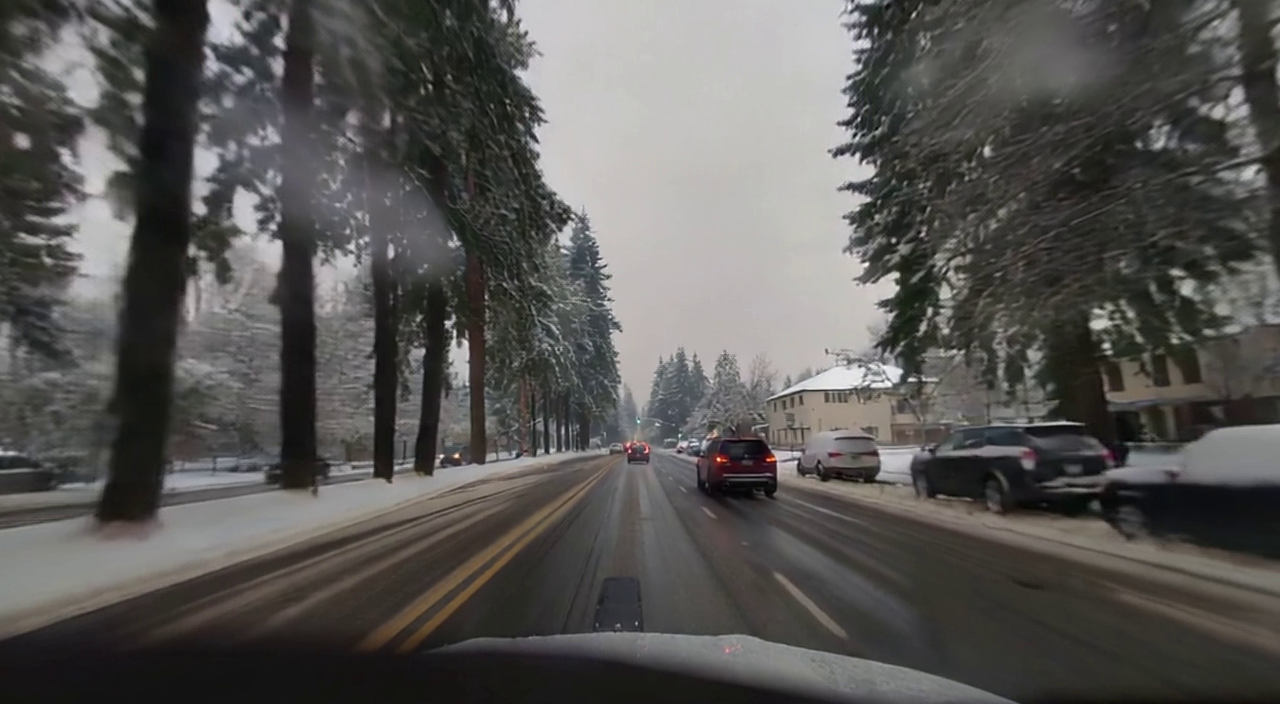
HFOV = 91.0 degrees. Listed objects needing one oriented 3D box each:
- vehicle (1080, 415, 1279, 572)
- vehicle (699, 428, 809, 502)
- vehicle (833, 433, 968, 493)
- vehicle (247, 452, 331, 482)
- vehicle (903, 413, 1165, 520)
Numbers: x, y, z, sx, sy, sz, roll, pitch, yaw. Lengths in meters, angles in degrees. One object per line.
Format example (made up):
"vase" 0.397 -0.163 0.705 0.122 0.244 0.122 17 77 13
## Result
"vehicle" 7.472 1.458 6.539 2.068 1.558 5.058 0 -9 -1
"vehicle" 2.805 2.897 16.432 2.022 1.656 4.025 0 -9 -1
"vehicle" 7.523 3.254 18.727 1.886 1.534 4.464 0 -9 -3
"vehicle" -18.274 5.971 33.017 1.836 1.454 4.507 0 -9 0
"vehicle" 7.680 2.304 13.108 2.174 1.788 4.954 0 -9 -1
